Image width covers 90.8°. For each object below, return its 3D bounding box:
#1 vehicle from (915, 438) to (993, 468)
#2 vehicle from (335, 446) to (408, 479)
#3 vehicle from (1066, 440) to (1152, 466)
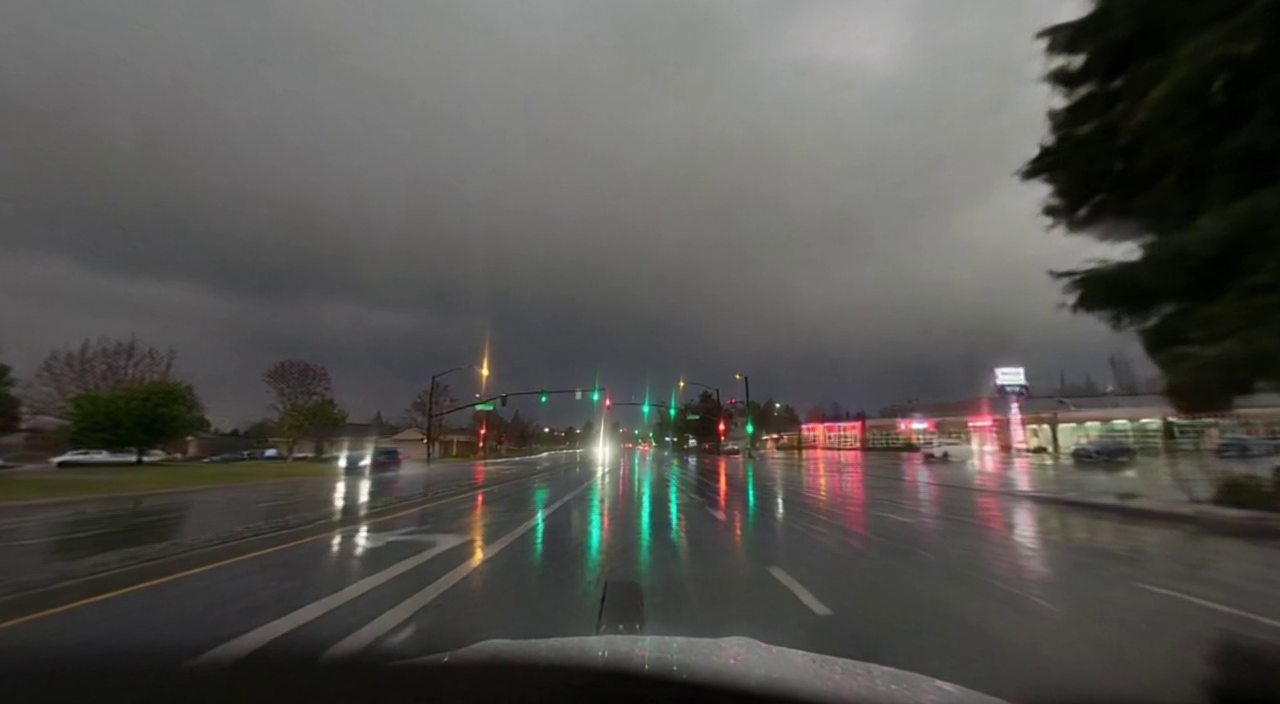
[{"bbox_3d":[19.384,6.202,38.950,4.717,1.714,1.985,5,-10,-31],"label":"vehicle"},{"bbox_3d":[-15.725,6.478,37.355,2.102,1.800,4.849,0,-9,1],"label":"vehicle"},{"bbox_3d":[32.449,6.999,43.828,4.335,1.675,1.885,0,-9,2],"label":"vehicle"}]
